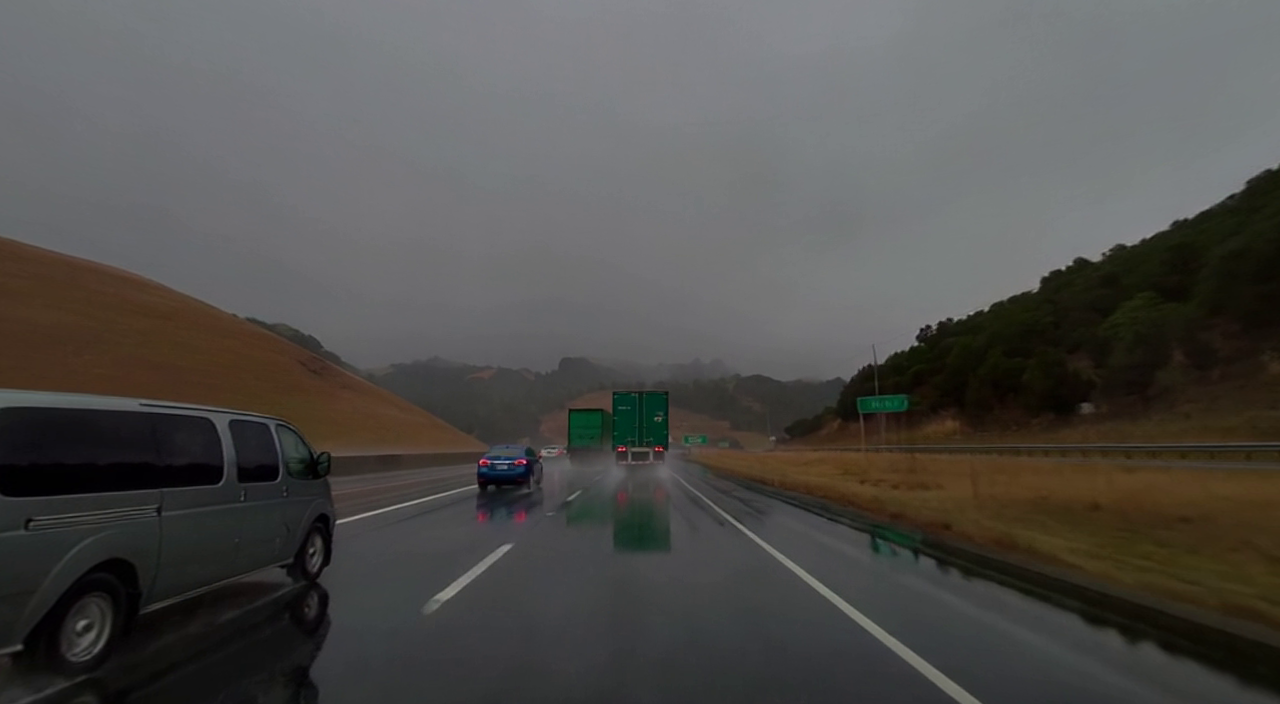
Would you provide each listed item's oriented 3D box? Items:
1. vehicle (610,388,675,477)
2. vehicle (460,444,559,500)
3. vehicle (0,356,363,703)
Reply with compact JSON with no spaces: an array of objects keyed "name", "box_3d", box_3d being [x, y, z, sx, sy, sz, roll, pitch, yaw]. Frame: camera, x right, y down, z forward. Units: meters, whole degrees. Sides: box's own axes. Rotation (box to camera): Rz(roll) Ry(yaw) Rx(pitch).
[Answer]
[{"name":"vehicle","box_3d":[0.250,4.460,34.208,2.913,3.988,10.874,0,-8,2]},{"name":"vehicle","box_3d":[-3.683,3.446,18.608,1.950,1.446,4.224,0,-8,1]},{"name":"vehicle","box_3d":[-4.153,1.129,4.446,2.136,1.779,4.875,0,-8,0]}]
